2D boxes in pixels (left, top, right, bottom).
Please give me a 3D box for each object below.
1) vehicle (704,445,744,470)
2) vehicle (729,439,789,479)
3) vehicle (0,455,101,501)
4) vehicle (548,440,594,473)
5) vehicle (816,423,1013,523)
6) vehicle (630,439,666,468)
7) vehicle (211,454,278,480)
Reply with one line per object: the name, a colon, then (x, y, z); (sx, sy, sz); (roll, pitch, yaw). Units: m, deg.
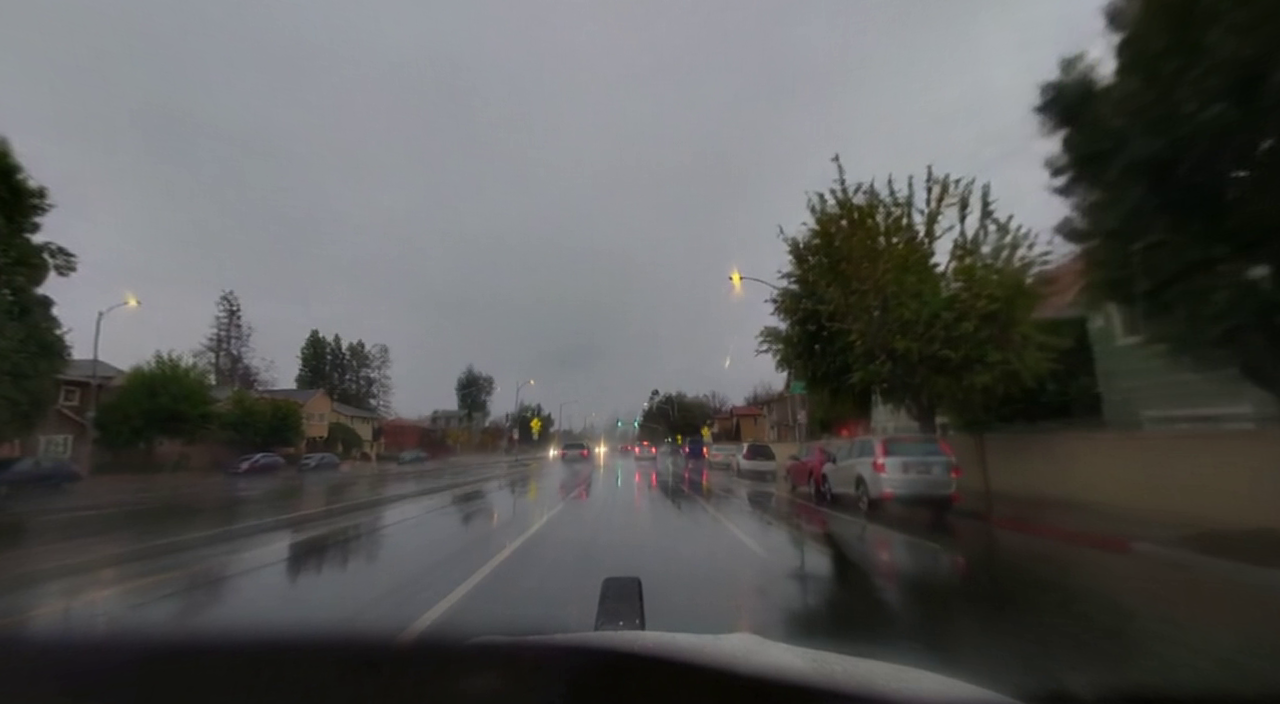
vehicle: (5.479, 6.942, 41.708); (1.910, 1.520, 4.375); (0, -9, -2)
vehicle: (5.601, 5.100, 30.338); (2.020, 1.762, 4.559); (0, -9, 1)
vehicle: (-25.860, 5.262, 26.616); (2.018, 1.721, 4.735); (-1, -9, 2)
vehicle: (-3.995, 6.124, 37.276); (2.233, 1.775, 4.491); (0, -9, 0)
vehicle: (5.726, 2.589, 14.067); (2.154, 1.824, 4.782); (0, -9, -1)
vehicle: (0.482, 6.876, 42.843); (2.273, 1.851, 5.075); (0, -9, -1)
vehicle: (-26.113, 7.558, 41.869); (1.855, 1.552, 4.092); (0, -9, -1)
